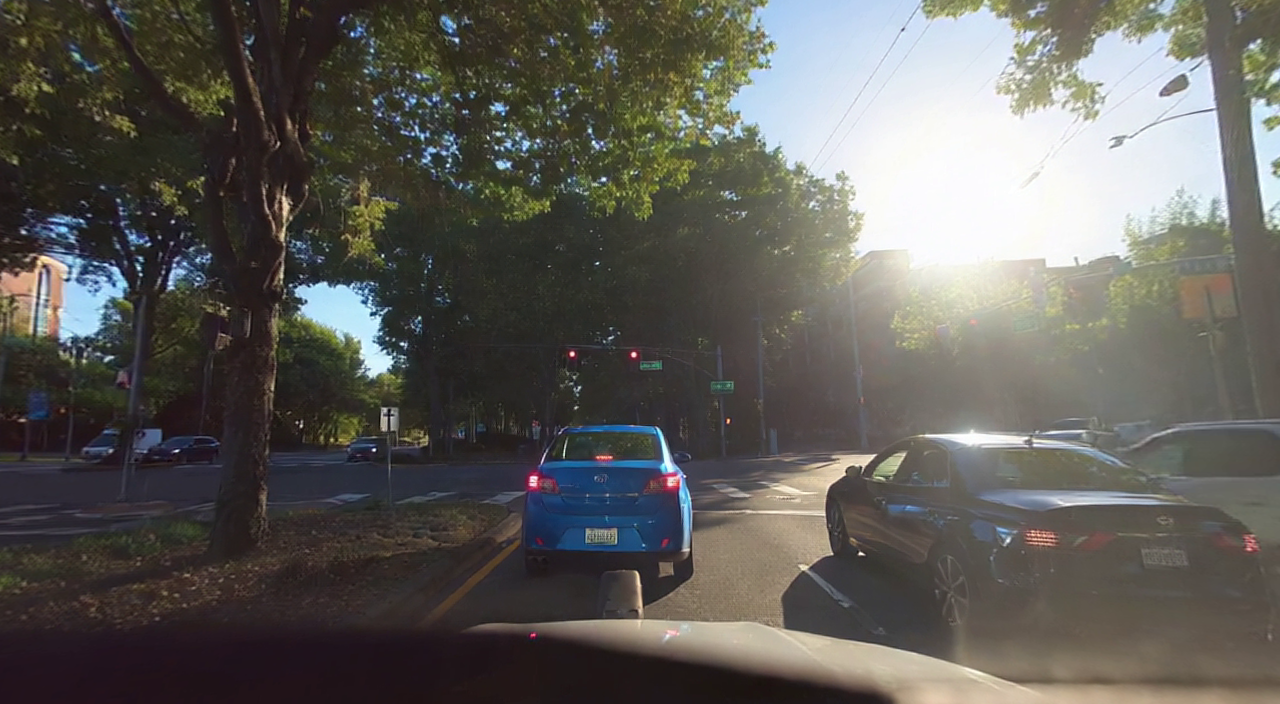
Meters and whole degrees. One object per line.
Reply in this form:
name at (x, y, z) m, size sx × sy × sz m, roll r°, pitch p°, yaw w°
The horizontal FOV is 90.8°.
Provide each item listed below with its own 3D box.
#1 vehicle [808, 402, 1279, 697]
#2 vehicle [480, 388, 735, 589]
vehicle at (3.164, 1.399, 5.760) m, size 1.932 × 1.562 × 4.629 m, roll 0°, pitch -9°, yaw -1°
vehicle at (-0.345, 1.524, 7.784) m, size 2.247 × 1.760 × 4.231 m, roll 0°, pitch -9°, yaw -2°
